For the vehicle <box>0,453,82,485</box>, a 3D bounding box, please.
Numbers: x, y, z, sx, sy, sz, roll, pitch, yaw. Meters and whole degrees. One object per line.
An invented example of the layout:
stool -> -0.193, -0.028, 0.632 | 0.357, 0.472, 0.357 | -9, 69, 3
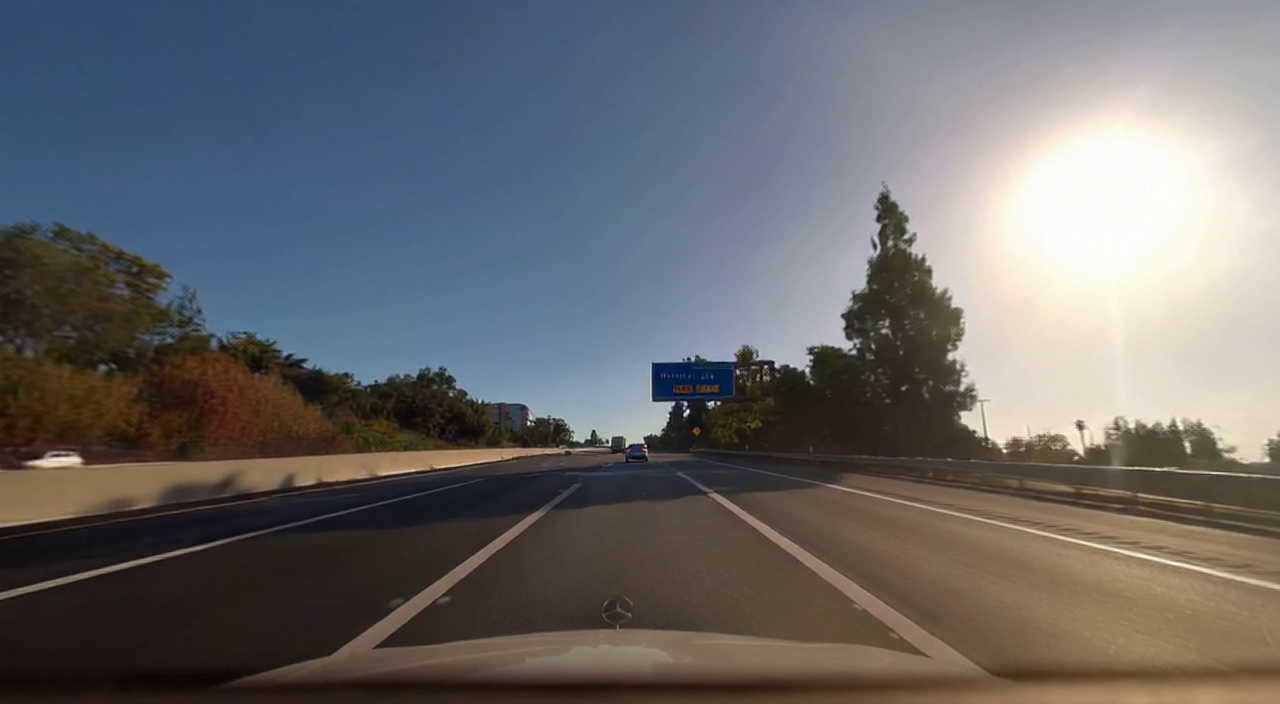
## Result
vehicle -> -32.437, 6.130, 33.334 | 1.771, 1.470, 4.664 | 0, -8, -1

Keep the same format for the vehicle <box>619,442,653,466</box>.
vehicle -> -0.265, 6.615, 41.031 | 2.080, 1.468, 3.884 | 0, -8, -1
